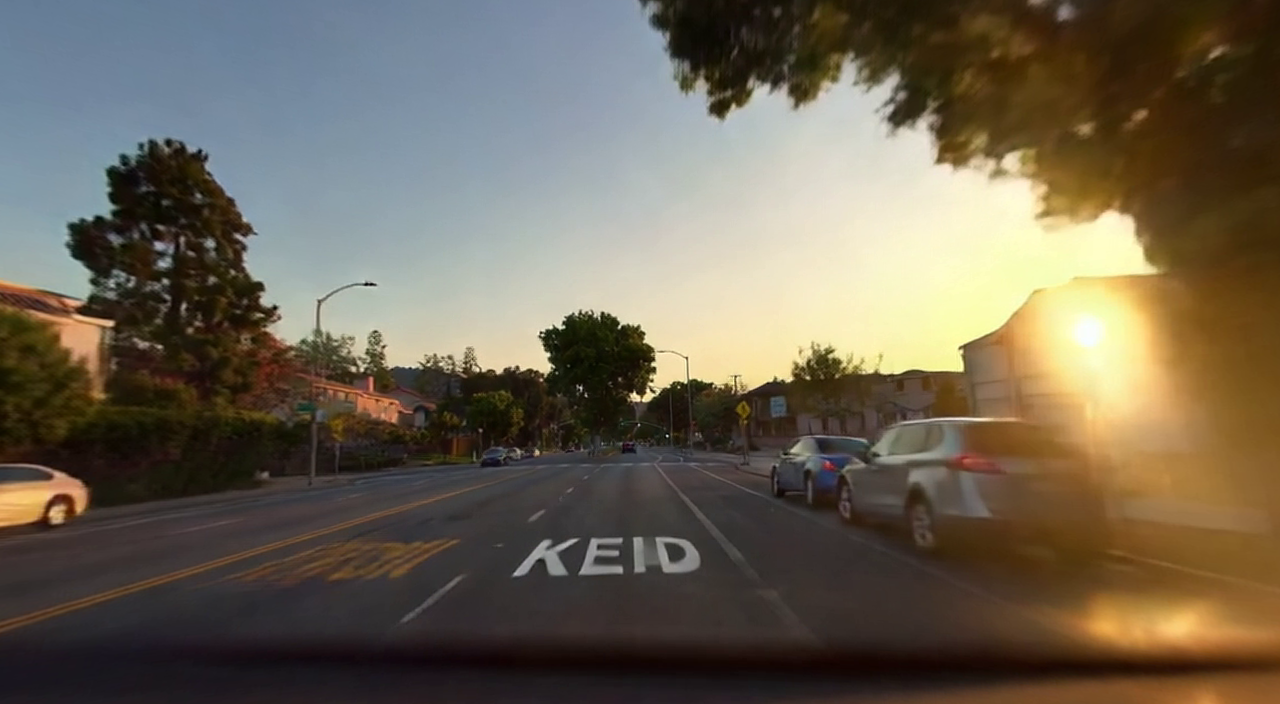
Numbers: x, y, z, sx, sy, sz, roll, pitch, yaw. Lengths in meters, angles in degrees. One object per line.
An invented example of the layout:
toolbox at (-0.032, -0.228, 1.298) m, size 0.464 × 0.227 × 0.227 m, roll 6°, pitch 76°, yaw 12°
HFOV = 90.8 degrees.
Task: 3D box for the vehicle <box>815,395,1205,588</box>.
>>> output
vehicle at (4.070, 1.632, 8.272) m, size 2.220 × 1.752 × 4.782 m, roll 0°, pitch -8°, yaw 1°

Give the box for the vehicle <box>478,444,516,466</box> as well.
vehicle at (-10.793, 7.802, 47.995) m, size 2.022 × 1.569 × 4.275 m, roll 0°, pitch -8°, yaw -1°
